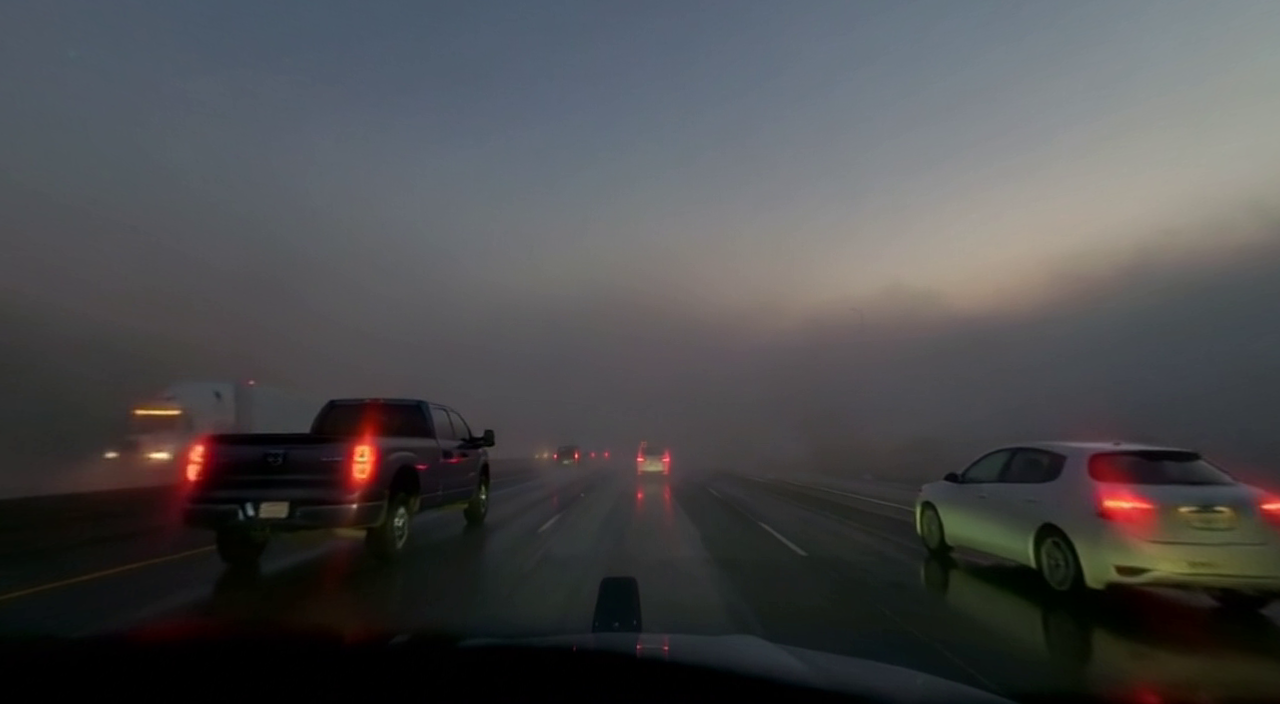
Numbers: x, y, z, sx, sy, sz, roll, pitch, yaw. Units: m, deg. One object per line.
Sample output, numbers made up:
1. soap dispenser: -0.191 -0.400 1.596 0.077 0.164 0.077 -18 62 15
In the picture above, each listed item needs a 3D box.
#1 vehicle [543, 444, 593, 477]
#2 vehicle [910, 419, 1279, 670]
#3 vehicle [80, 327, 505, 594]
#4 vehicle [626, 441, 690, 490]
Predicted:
1. vehicle: -3.522 5.372 31.295 1.940 1.502 4.463 0 -9 0
2. vehicle: 4.428 1.467 5.864 1.961 1.491 4.035 0 -9 -1
3. vehicle: -3.837 1.431 8.851 2.523 2.458 6.022 0 -9 0
4. vehicle: 0.539 3.918 21.949 2.015 1.526 4.286 0 -9 -1
